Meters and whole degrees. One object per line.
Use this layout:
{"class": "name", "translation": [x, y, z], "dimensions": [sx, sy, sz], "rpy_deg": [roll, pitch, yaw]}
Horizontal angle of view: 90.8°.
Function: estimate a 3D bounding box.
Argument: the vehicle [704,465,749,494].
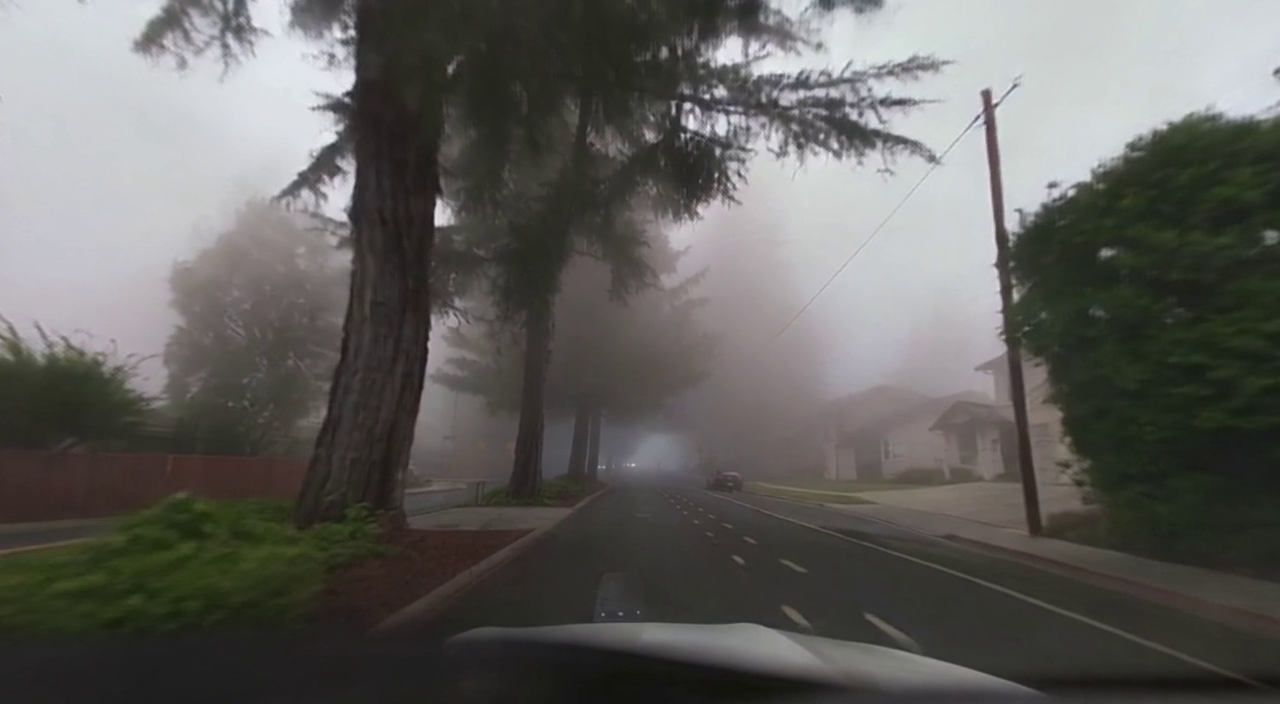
{"class": "vehicle", "translation": [5.028, 7.444, 37.135], "dimensions": [1.904, 1.475, 4.386], "rpy_deg": [0, -9, -1]}
